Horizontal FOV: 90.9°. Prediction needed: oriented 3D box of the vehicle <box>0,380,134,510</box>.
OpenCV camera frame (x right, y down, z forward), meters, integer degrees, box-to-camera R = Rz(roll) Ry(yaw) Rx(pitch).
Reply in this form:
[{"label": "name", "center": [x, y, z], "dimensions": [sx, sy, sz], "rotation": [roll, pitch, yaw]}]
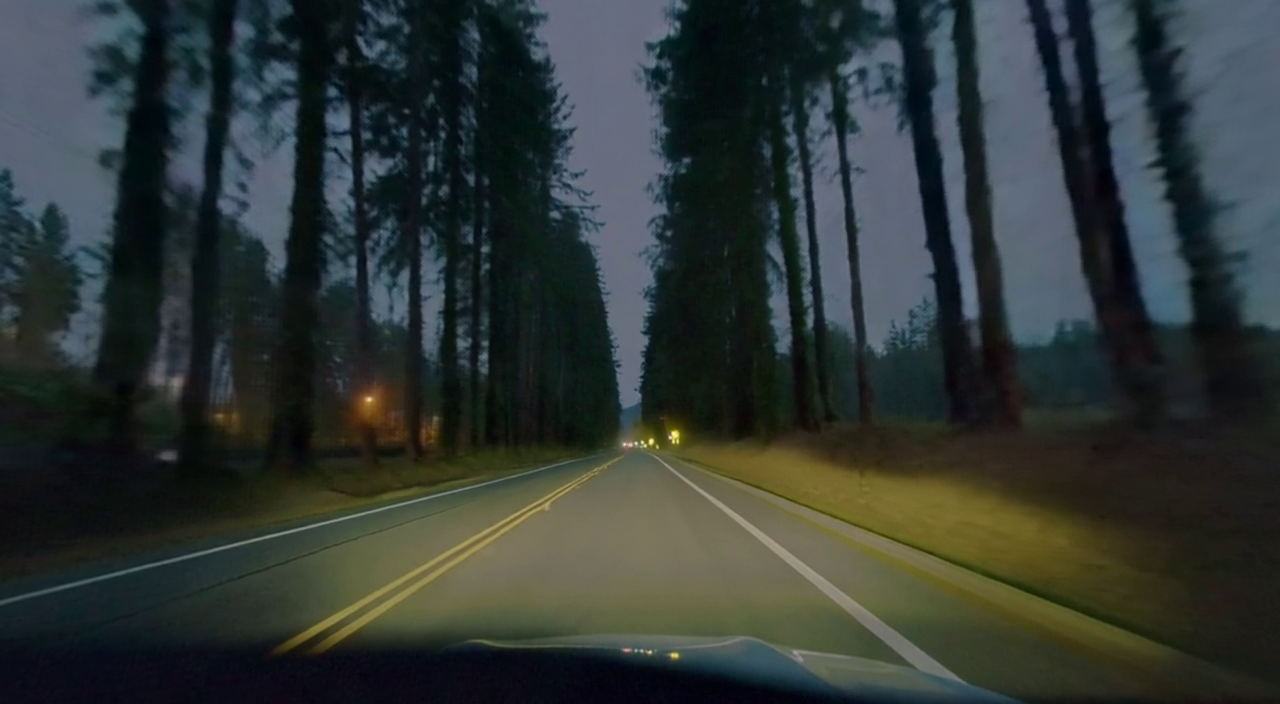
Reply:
[{"label": "vehicle", "center": [-23.228, 2.887, 19.065], "dimensions": [3.031, 4.352, 15.623], "rotation": [-4, -9, 0]}]
